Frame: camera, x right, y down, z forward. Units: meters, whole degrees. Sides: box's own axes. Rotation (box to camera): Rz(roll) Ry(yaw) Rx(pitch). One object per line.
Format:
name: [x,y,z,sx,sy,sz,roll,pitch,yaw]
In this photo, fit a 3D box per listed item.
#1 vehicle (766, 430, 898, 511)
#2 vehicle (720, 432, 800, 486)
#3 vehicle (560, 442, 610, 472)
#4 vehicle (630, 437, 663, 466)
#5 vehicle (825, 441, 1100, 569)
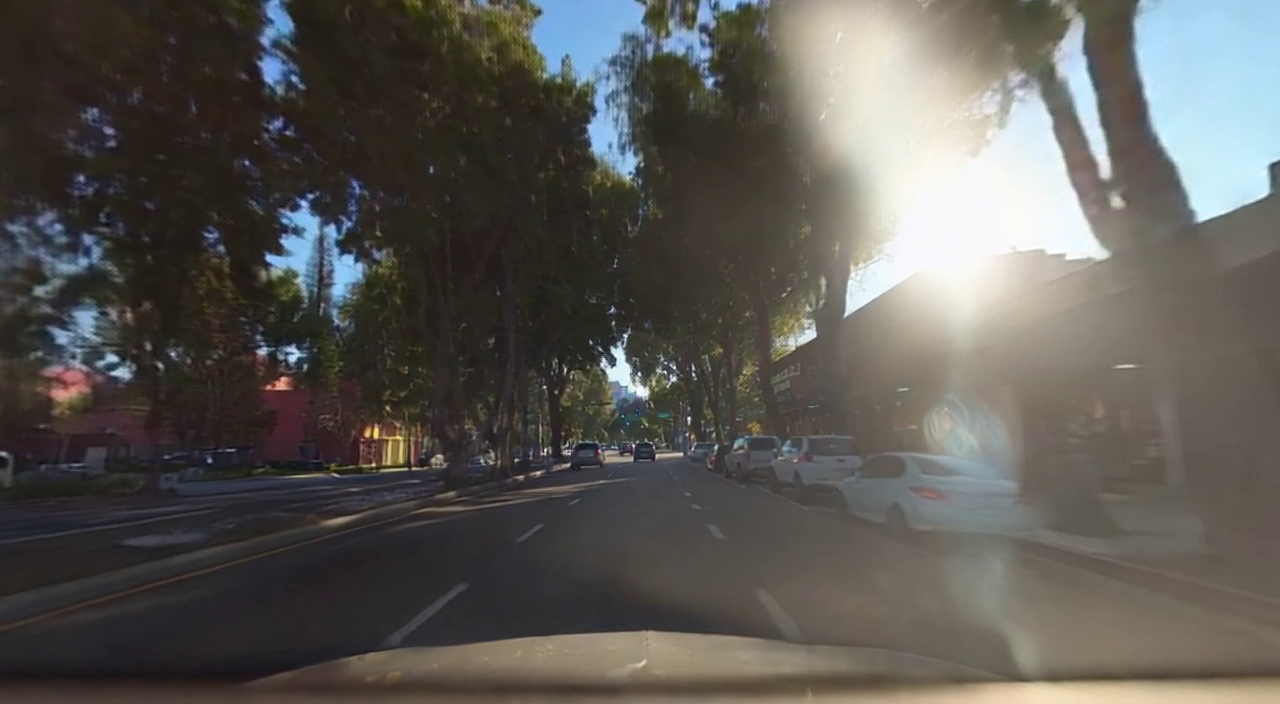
vehicle: [4.502,2.839,15.565,1.900,1.702,4.358,0,-9,0]
vehicle: [4.361,3.966,23.714,2.068,1.809,4.889,0,-9,0]
vehicle: [-2.872,5.600,33.956,2.151,1.484,4.468,0,-9,2]
vehicle: [0.419,6.499,41.275,2.075,1.770,4.018,0,-9,1]
vehicle: [4.376,2.097,9.499,1.896,1.451,4.329,0,-9,1]
